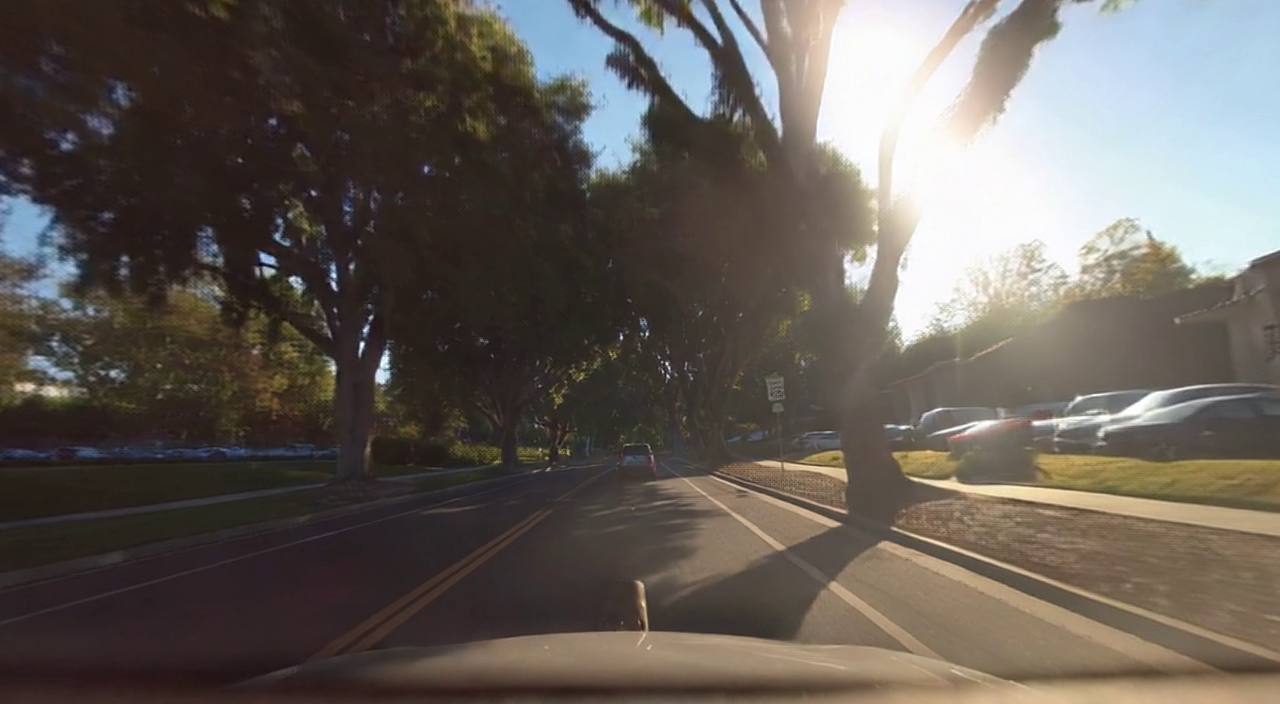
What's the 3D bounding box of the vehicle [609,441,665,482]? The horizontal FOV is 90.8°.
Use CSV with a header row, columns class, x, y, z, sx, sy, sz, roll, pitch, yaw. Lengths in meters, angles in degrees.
class,x,y,z,sx,sy,sz,roll,pitch,yaw
vehicle,-0.092,4.578,26.725,2.152,1.574,4.223,-1,-8,1
